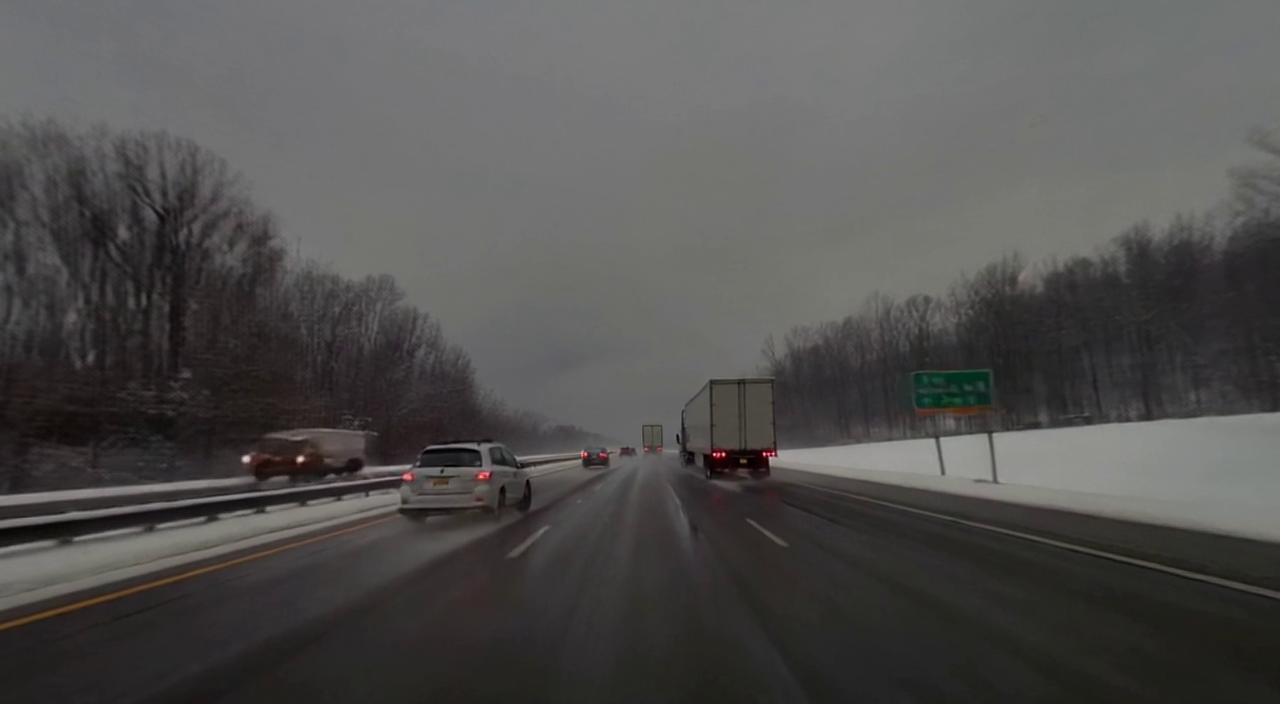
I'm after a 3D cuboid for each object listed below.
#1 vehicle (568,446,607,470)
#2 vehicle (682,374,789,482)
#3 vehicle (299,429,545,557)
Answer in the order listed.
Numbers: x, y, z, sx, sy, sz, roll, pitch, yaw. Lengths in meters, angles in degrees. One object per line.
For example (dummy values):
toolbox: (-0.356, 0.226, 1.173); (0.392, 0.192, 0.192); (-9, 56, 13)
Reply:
vehicle: (-3.437, 7.048, 42.026); (2.121, 1.445, 4.651); (0, -9, 1)
vehicle: (4.084, 4.002, 31.171); (2.974, 4.083, 14.389); (0, -9, 0)
vehicle: (-3.012, 2.101, 10.145); (2.104, 1.526, 4.940); (0, -9, 1)
